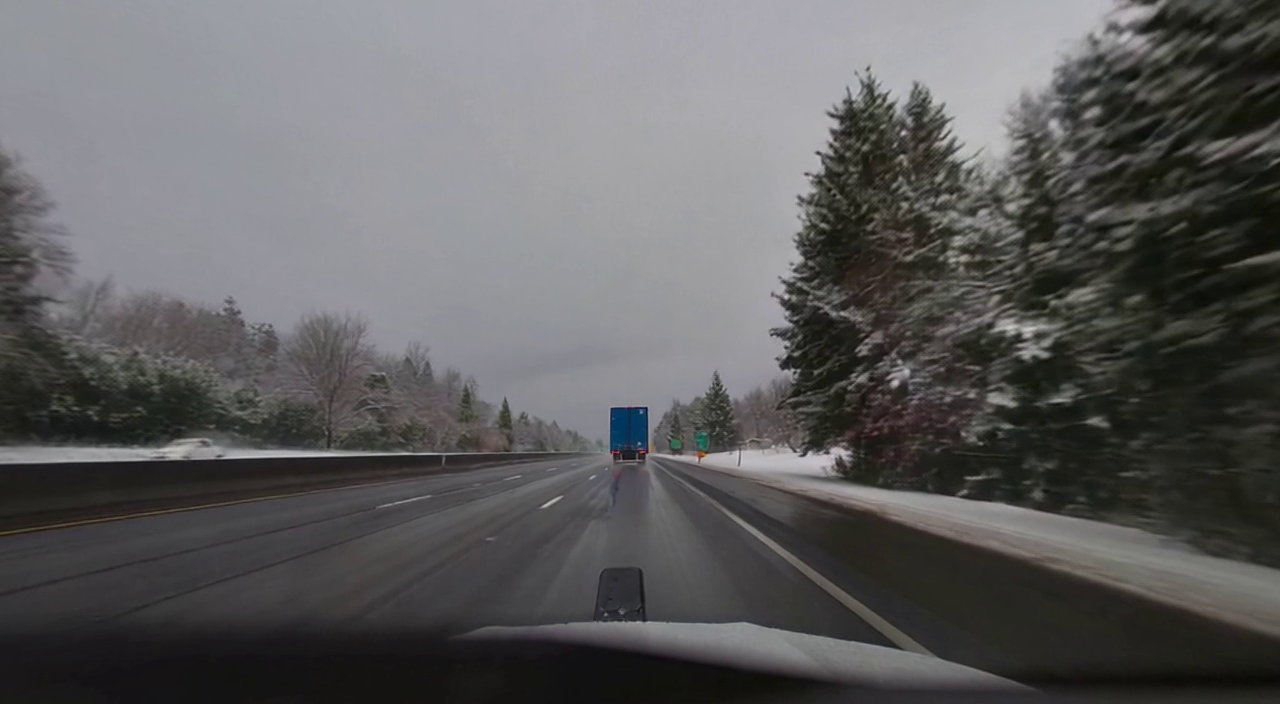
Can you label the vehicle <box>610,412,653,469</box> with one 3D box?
[{"bbox_3d":[-0.642,6.962,49.122,2.982,3.947,11.075,0,-9,-1],"label":"vehicle"}]
